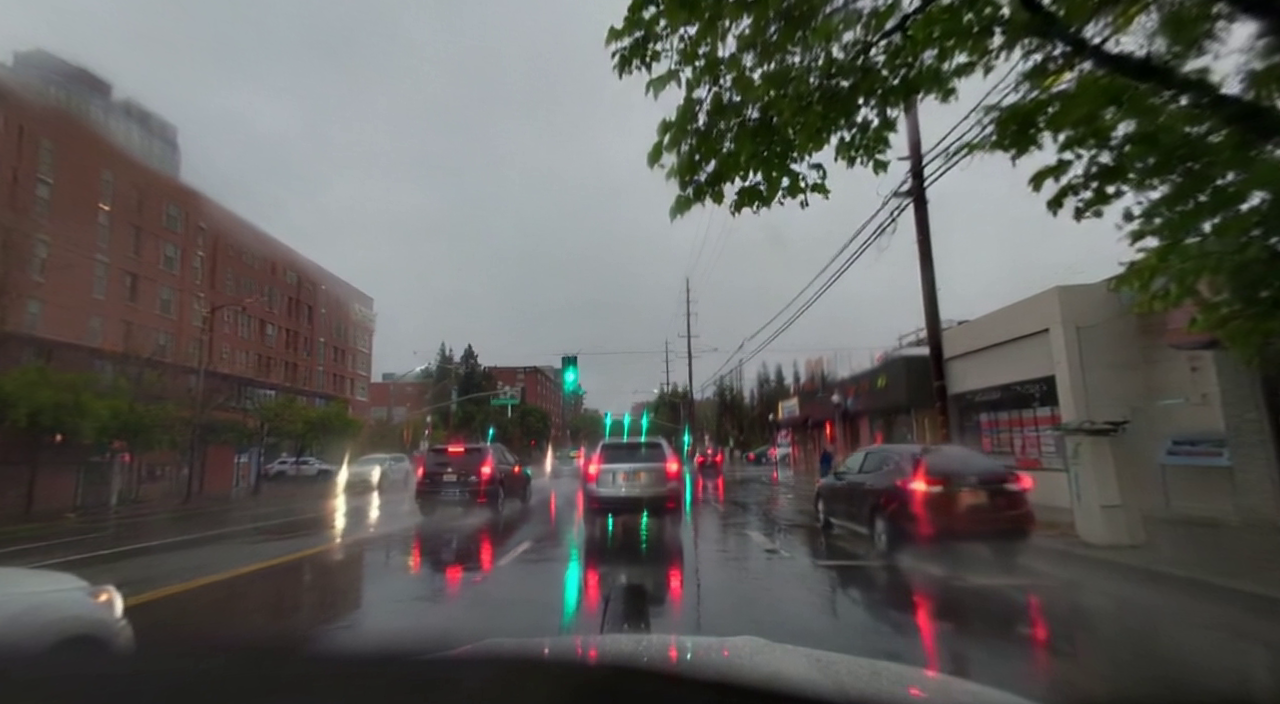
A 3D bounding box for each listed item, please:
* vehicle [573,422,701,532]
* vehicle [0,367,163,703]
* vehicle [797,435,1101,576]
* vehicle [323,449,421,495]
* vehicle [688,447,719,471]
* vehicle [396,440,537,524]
[{"bbox_3d":[-0.036,2.331,12.308,2.075,1.770,4.018,0,-8,0],"label":"vehicle"},{"bbox_3d":[-3.351,0.643,0.756,1.975,1.624,4.481,0,-9,1],"label":"vehicle"},{"bbox_3d":[3.818,1.958,8.951,1.986,1.457,4.566,0,-9,0],"label":"vehicle"},{"bbox_3d":[-11.252,5.043,26.867,2.103,1.755,4.551,0,-9,1],"label":"vehicle"},{"bbox_3d":[4.251,7.193,42.592,1.878,1.526,4.736,0,-9,4],"label":"vehicle"},{"bbox_3d":[-3.711,2.824,14.344,1.886,1.599,4.247,0,-8,1],"label":"vehicle"}]
